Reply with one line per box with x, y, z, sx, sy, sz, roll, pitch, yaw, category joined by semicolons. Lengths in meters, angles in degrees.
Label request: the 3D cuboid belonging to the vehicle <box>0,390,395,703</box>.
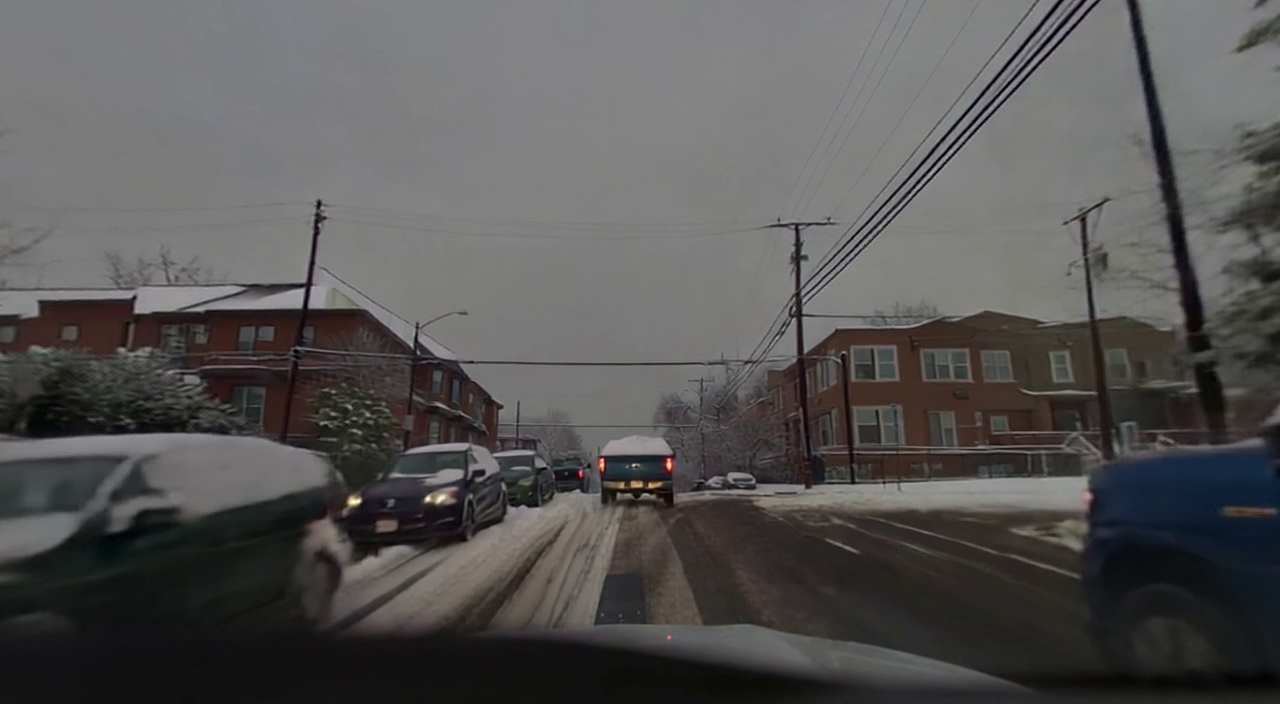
-3.022;1.068;3.248;1.893;1.518;4.024;0;-8;0;vehicle

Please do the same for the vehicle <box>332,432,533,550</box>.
-3.099;2.153;10.531;1.898;1.539;4.320;0;-8;0;vehicle

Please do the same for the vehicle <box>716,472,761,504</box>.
6.048;8.375;39.165;2.023;1.611;4.614;0;-8;0;vehicle

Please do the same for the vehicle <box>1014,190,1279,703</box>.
2.559;0.367;0.102;2.027;1.907;4.736;0;-8;0;vehicle

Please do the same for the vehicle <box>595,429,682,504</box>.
-0.011;3.384;18.953;2.308;1.940;4.125;-1;-9;1;vehicle
